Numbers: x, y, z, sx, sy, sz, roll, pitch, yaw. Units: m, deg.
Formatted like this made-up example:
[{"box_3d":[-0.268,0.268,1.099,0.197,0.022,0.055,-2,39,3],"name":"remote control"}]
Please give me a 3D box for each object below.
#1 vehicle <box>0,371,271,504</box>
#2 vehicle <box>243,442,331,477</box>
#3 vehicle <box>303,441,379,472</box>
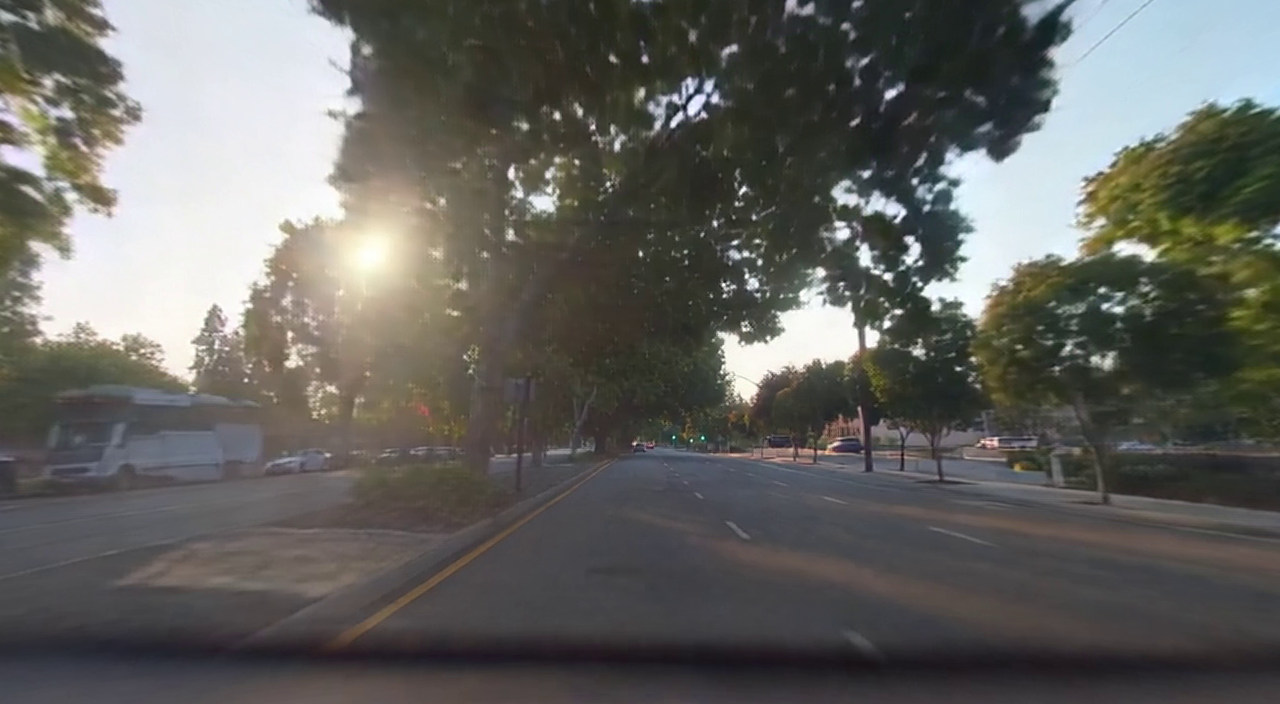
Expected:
[{"box_3d":[-17.772,3.197,23.431,3.028,3.724,9.001,-5,-8,-2],"name":"vehicle"},{"box_3d":[-18.004,5.484,32.451,1.892,1.681,4.596,0,-8,0],"name":"vehicle"},{"box_3d":[-17.849,6.239,37.907,2.200,1.730,4.886,0,-8,-1],"name":"vehicle"}]
